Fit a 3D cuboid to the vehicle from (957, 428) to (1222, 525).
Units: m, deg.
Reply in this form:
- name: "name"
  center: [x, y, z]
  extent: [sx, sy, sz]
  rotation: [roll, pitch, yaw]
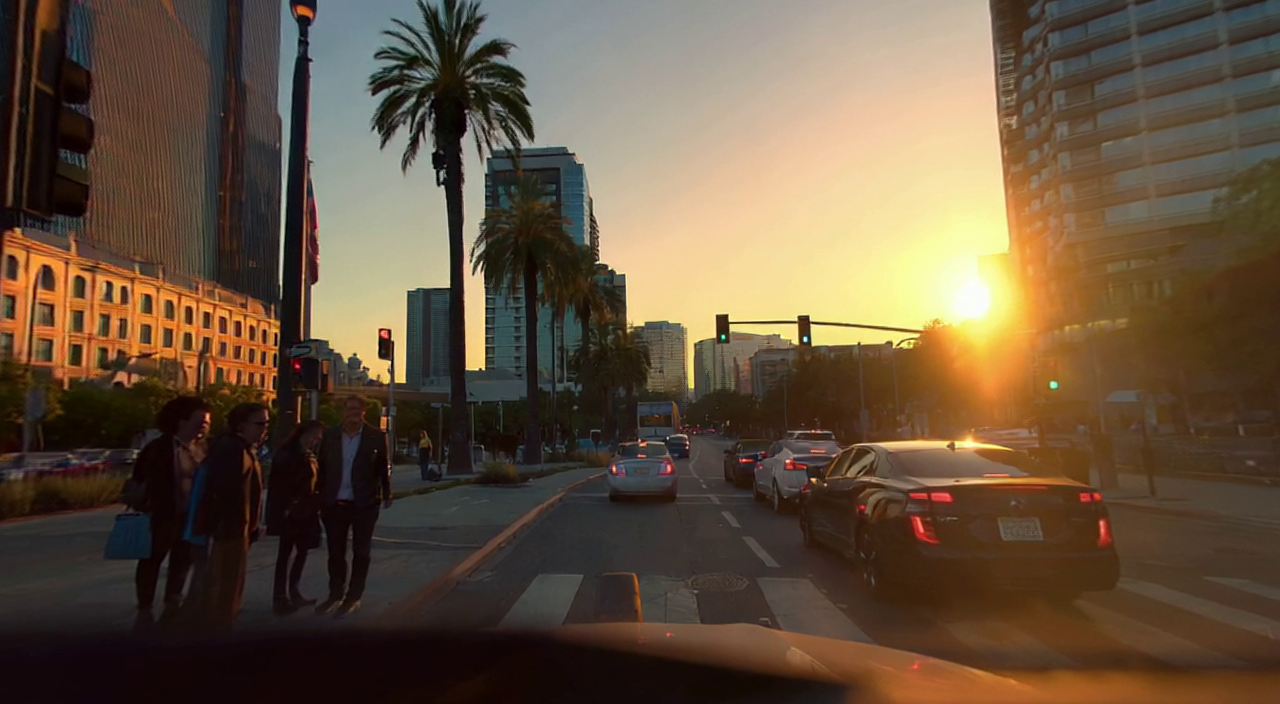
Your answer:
- name: "vehicle"
  center: [8.174, 2.282, 12.087]
  extent: [1.859, 1.508, 4.259]
  rotation: [0, -9, -1]

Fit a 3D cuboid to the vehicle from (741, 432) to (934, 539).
- name: "vehicle"
  center: [3.101, 2.191, 11.004]
  extent: [1.913, 1.469, 4.425]
  rotation: [0, -9, 0]

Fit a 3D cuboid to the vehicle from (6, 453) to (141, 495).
- name: "vehicle"
  center: [-26.700, 5.724, 29.954]
  extent: [2.105, 1.793, 4.812]
  rotation: [0, -9, -4]

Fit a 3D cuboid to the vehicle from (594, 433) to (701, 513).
- name: "vehicle"
  center: [0.177, 2.611, 13.990]
  extent: [2.048, 1.503, 3.681]
  rotation: [0, -9, 1]
